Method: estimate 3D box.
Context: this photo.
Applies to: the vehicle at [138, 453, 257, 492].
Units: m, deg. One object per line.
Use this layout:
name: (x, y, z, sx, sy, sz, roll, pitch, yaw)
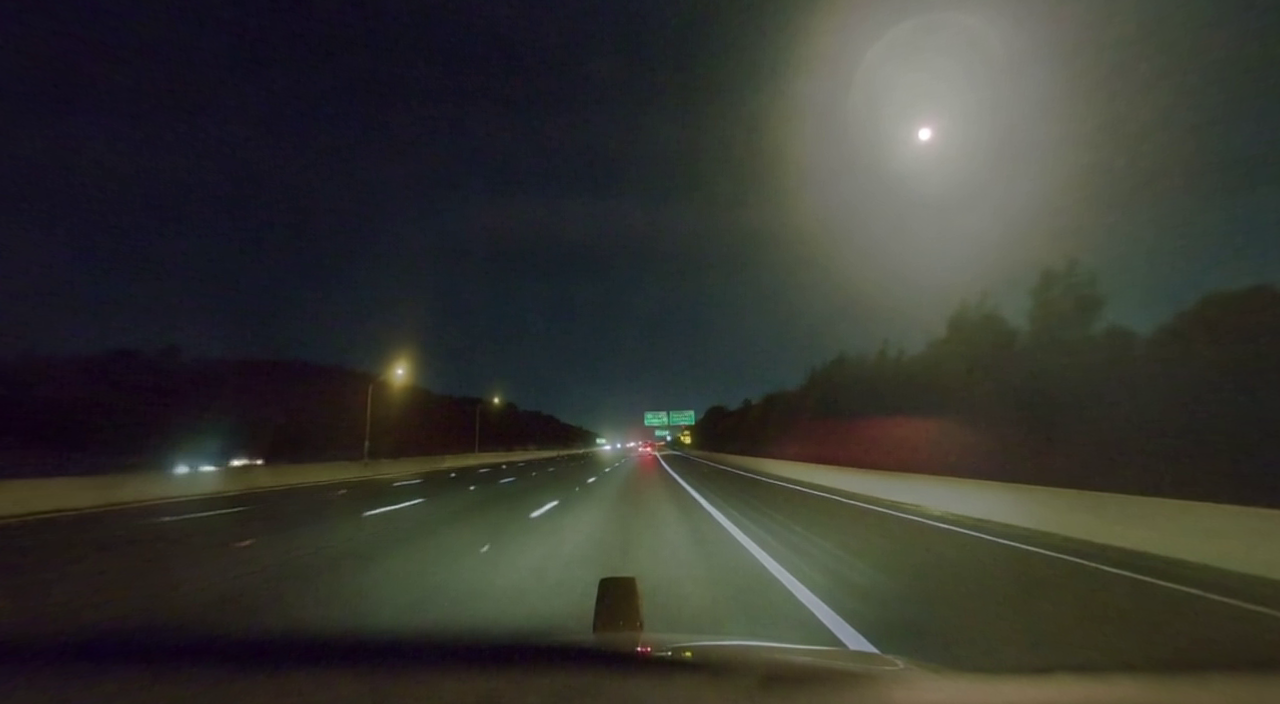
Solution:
vehicle: (-20.185, 5.471, 29.052, 1.899, 1.557, 4.767, -1, -9, 2)
